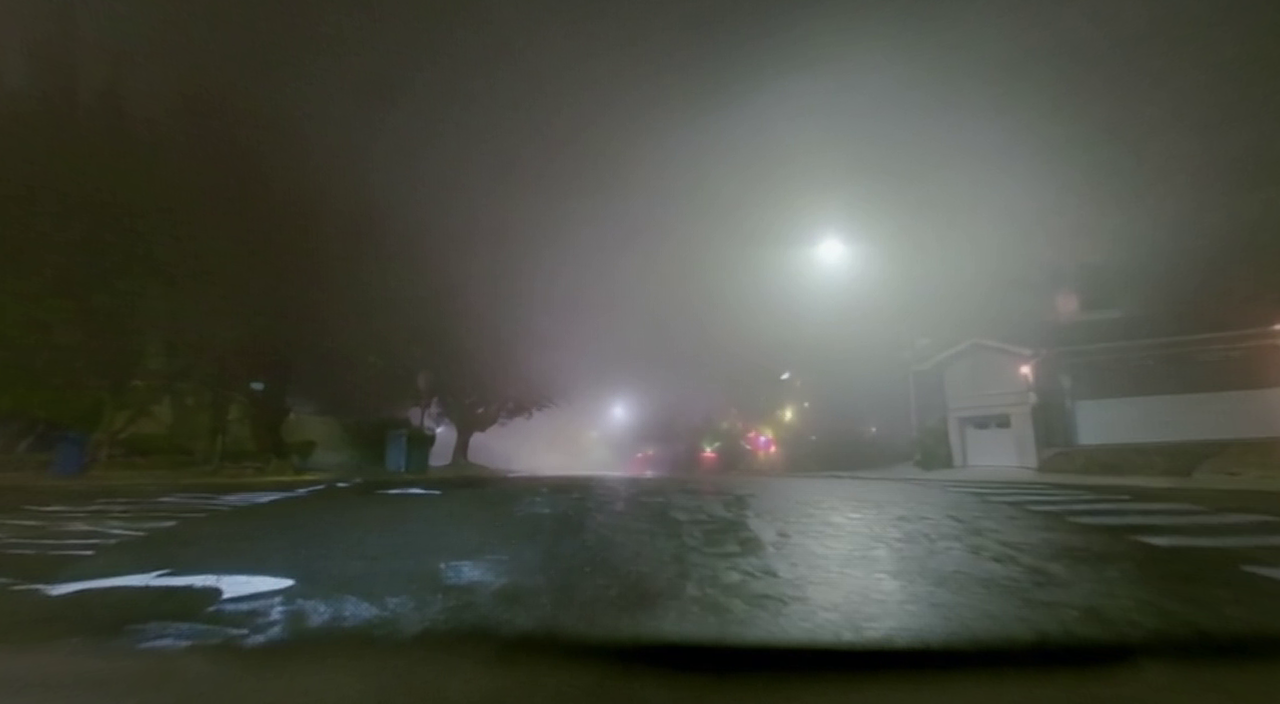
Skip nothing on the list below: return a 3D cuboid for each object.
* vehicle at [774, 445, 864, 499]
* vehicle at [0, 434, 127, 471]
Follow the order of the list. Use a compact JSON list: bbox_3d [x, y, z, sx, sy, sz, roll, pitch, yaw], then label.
[{"bbox_3d":[5.507,3.760,20.049,1.860,1.477,4.629,-1,-10,5],"label":"vehicle"},{"bbox_3d":[-28.549,5.054,31.363,2.019,1.697,4.310,0,-11,6],"label":"vehicle"}]
